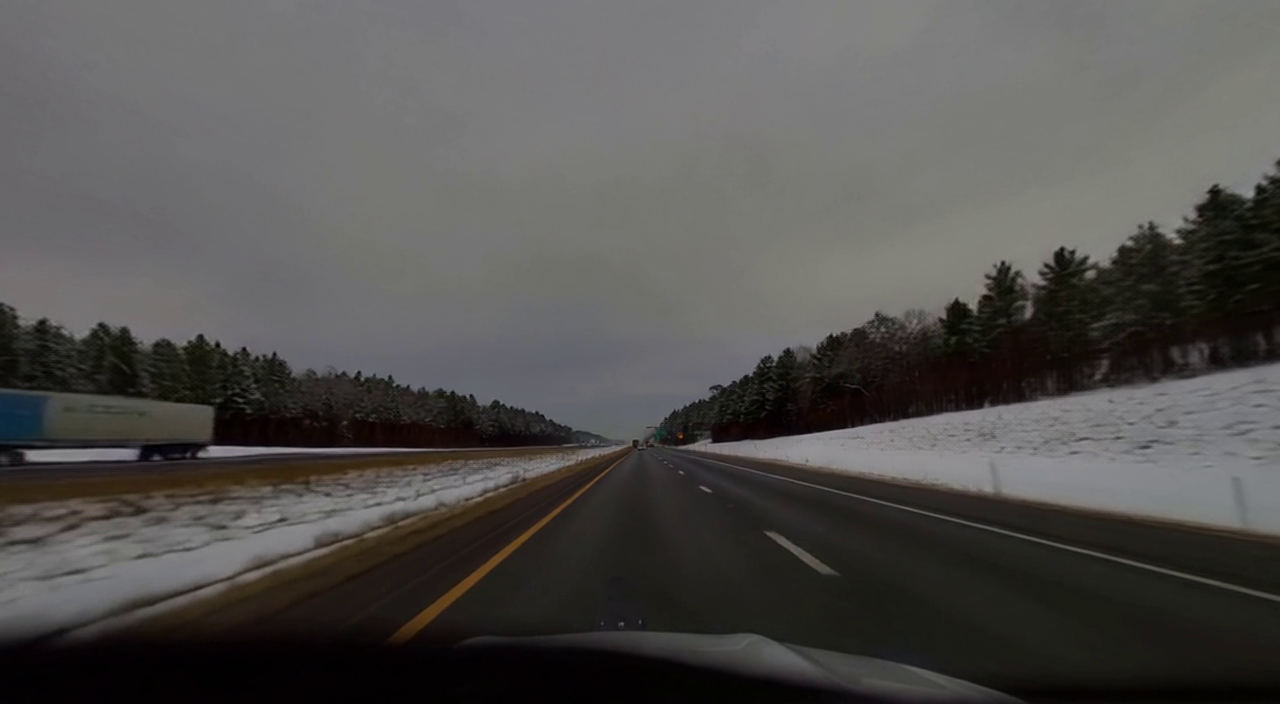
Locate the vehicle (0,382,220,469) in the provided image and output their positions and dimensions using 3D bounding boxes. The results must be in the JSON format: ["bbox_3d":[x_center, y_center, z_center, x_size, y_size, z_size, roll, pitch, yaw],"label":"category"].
[{"bbox_3d":[-32.504,4.718,38.184,2.948,4.184,16.293,0,-8,0],"label":"vehicle"}]
